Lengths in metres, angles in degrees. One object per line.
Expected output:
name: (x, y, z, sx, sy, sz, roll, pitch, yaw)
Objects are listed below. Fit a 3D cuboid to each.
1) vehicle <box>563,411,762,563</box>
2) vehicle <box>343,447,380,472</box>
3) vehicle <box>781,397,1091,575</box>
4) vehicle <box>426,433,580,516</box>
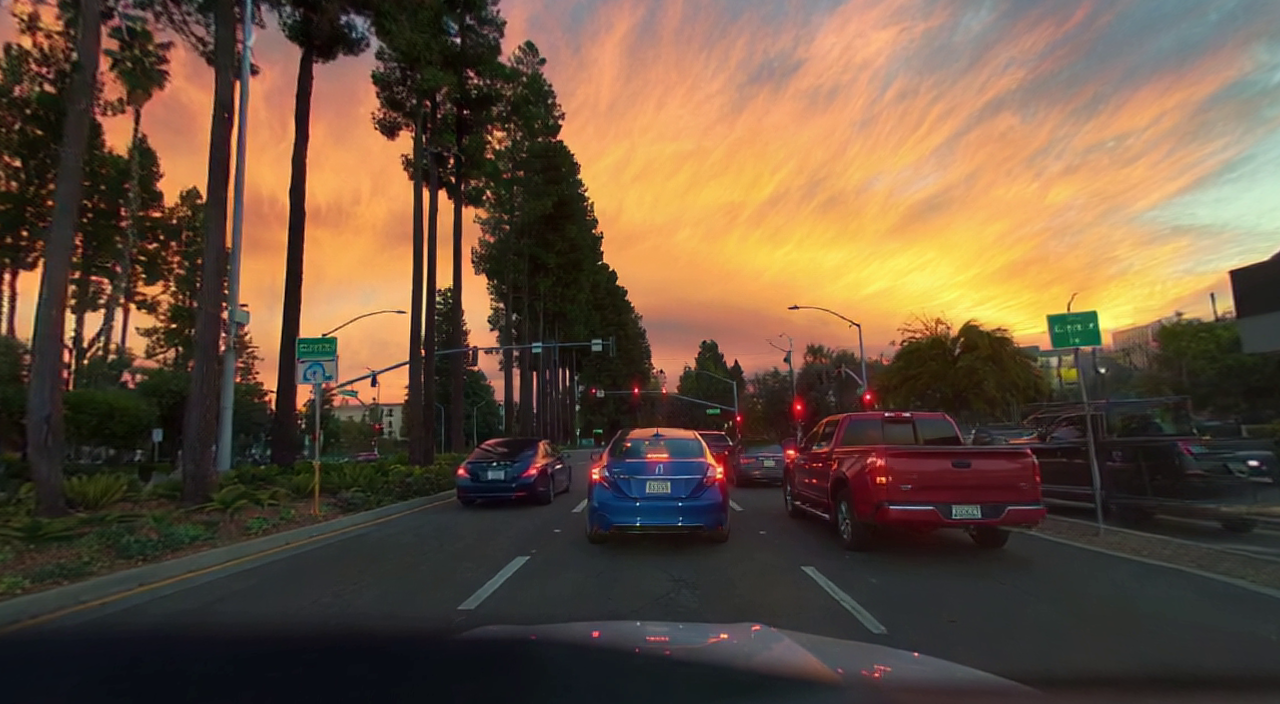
vehicle: (0.248, 1.778, 8.977, 2.168, 1.641, 4.039, 0, -8, 0)
vehicle: (-19.327, 7.421, 43.888, 2.026, 1.587, 4.608, 3, -9, -20)
vehicle: (3.389, 1.633, 8.395, 2.099, 1.725, 4.290, 0, -8, 2)
vehicle: (-2.727, 2.608, 14.056, 2.133, 1.496, 5.150, 0, -8, 2)
